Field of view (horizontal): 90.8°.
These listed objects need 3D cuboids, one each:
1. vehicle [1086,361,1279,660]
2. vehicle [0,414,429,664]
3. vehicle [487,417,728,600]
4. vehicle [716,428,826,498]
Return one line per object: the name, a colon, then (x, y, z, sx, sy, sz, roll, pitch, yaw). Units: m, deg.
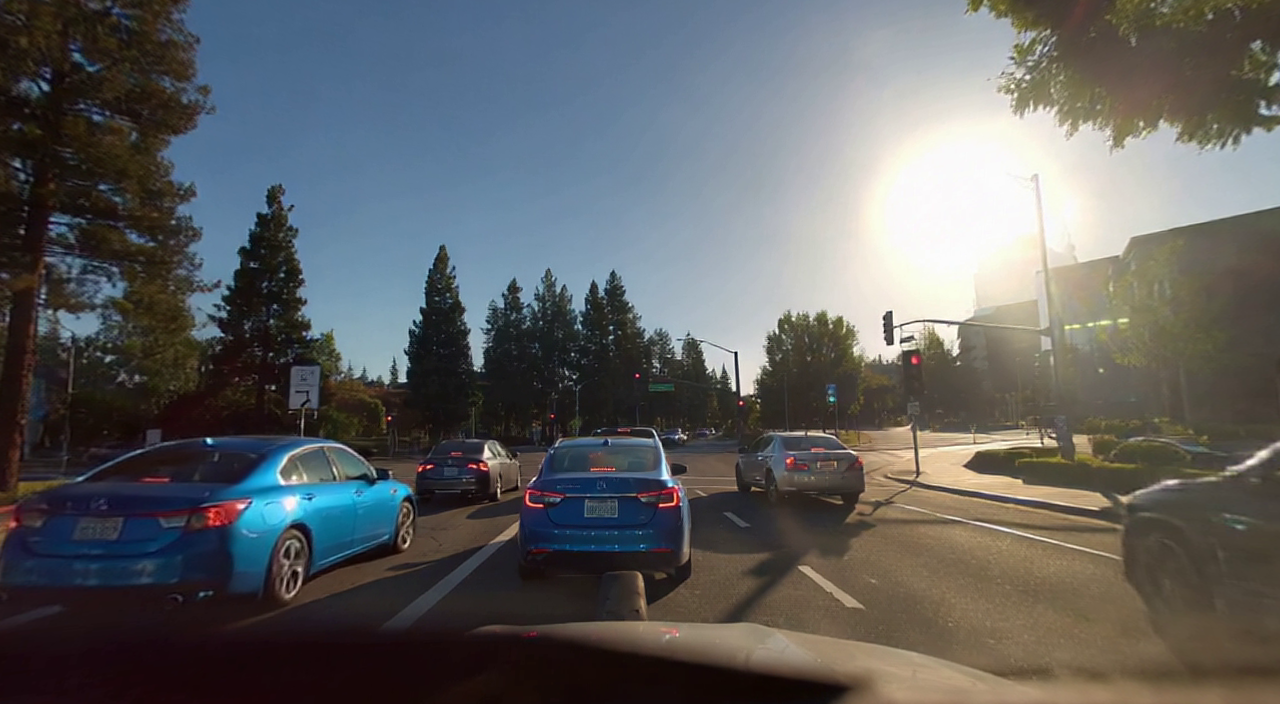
vehicle: (4.841, 0.821, 2.958, 2.038, 1.750, 4.535, 0, -8, -2)
vehicle: (-3.795, 1.450, 6.059, 2.074, 1.485, 4.395, 0, -8, -1)
vehicle: (-0.342, 1.644, 7.552, 2.045, 1.533, 4.183, 0, -8, -2)
vehicle: (3.440, 3.011, 17.514, 2.028, 1.678, 4.220, 0, -8, -2)
